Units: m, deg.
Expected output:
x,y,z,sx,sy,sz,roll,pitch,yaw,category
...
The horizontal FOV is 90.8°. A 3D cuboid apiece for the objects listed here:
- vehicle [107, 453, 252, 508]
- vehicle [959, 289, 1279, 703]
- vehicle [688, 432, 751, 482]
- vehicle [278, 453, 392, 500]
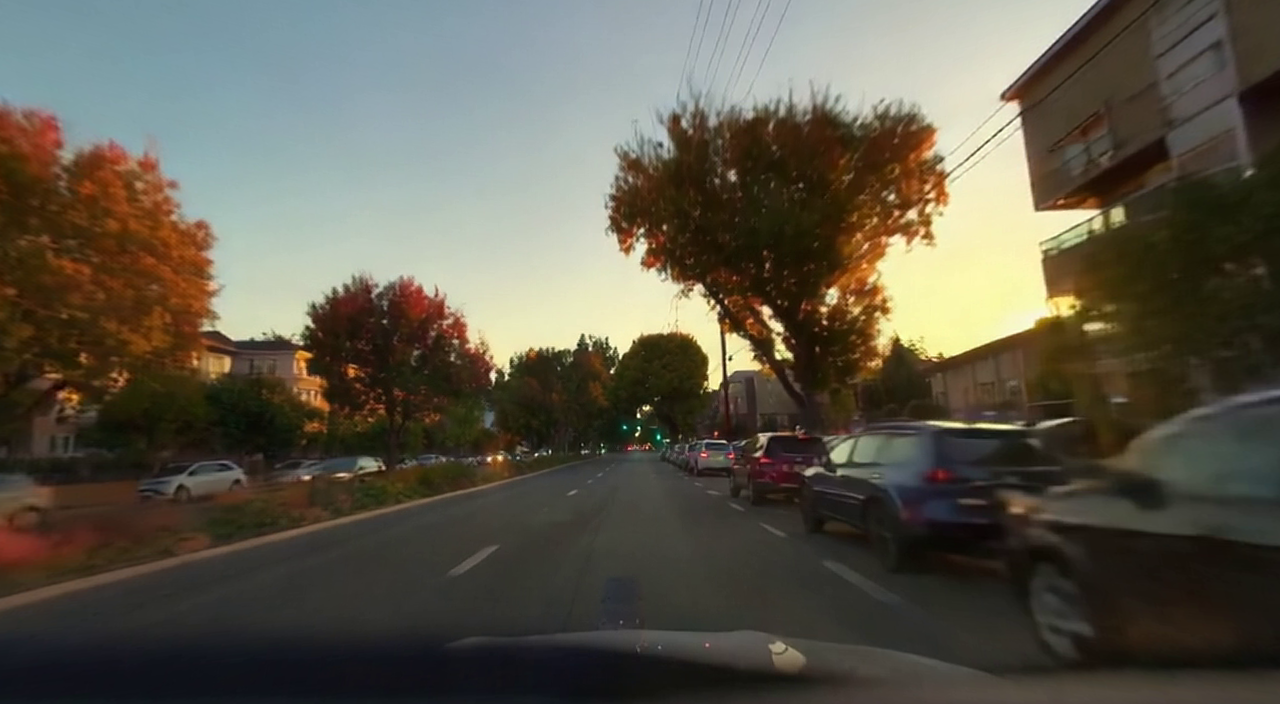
x,y,z,sx,sy,sz,roll,pitch,yaw,category
-18.163,5.055,25.344,2.151,1.885,4.979,0,-9,-2,vehicle
3.488,0.689,2.128,2.175,1.910,4.933,0,-9,0,vehicle
3.251,4.392,26.699,1.935,1.920,4.397,0,-9,-1,vehicle
-11.273,4.592,23.811,1.982,1.515,4.648,0,-9,0,vehicle
